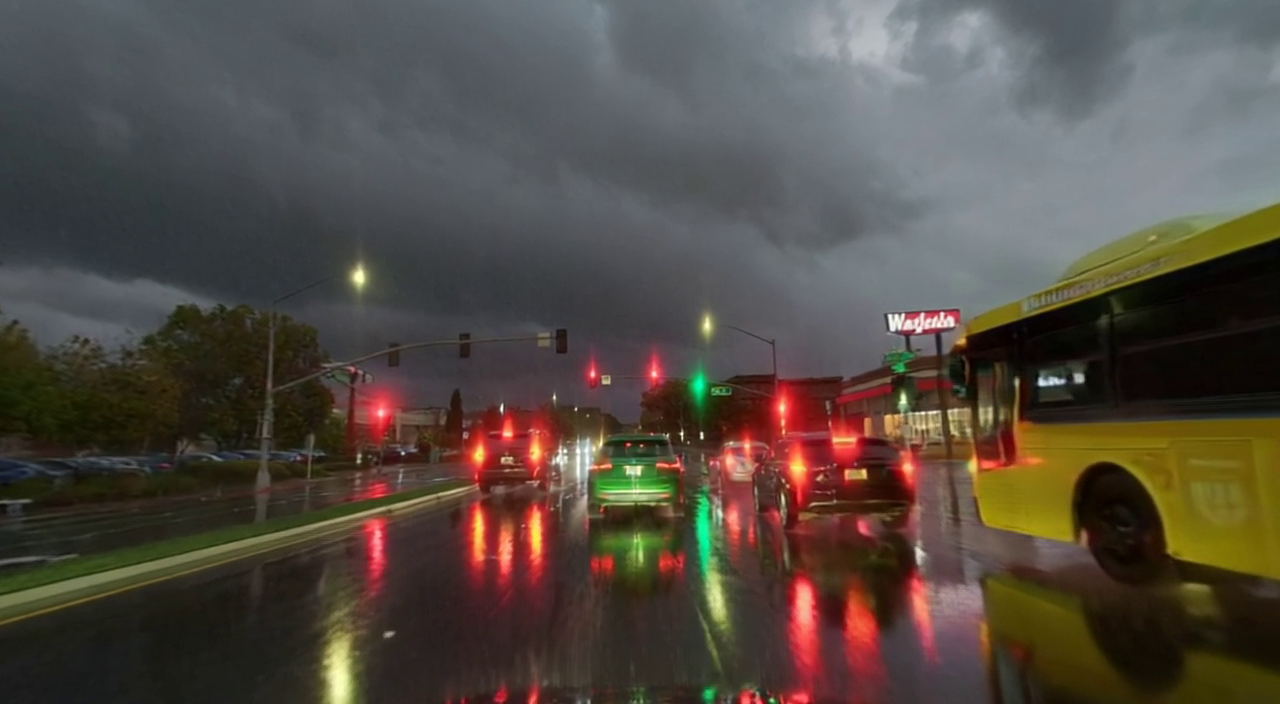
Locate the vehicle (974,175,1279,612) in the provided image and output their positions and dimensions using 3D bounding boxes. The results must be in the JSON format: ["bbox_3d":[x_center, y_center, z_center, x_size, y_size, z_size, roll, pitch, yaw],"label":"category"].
[{"bbox_3d":[6.459,0.183,3.950,3.197,3.269,9.836,0,-8,-1],"label":"vehicle"}]

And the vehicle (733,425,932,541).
[{"bbox_3d":[2.877,2.059,10.600,1.922,1.508,4.330,0,-8,0],"label":"vehicle"}]

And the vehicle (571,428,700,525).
[{"bbox_3d":[-0.079,2.293,12.124,2.071,1.525,3.723,0,-8,0],"label":"vehicle"}]

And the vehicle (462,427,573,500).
[{"bbox_3d":[-3.139,2.976,17.245,2.180,1.708,4.397,0,-8,0],"label":"vehicle"}]
